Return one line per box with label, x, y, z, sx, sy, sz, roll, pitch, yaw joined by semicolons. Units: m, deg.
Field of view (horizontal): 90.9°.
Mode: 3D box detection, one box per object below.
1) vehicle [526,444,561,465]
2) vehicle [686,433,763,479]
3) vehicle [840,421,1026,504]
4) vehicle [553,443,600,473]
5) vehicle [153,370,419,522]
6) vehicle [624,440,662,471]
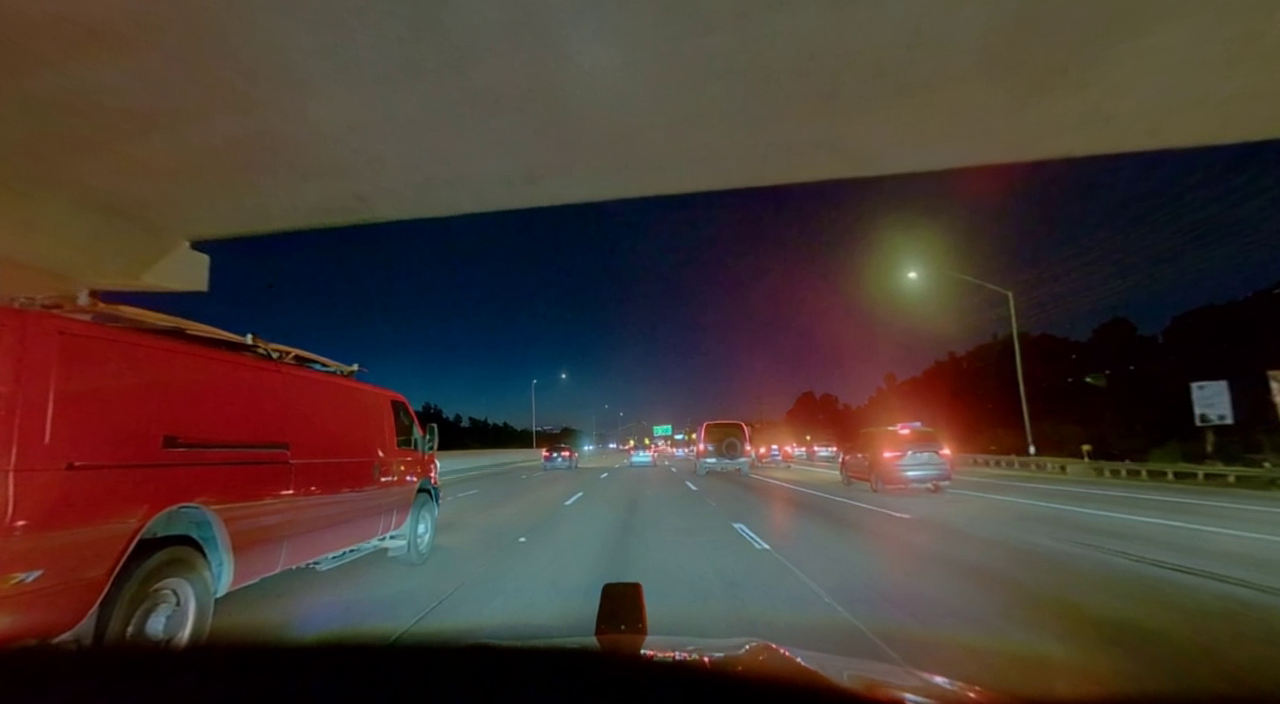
vehicle;-7.381;7.878;48.588;1.961;1.562;4.301;0;-8;1
vehicle;3.731;4.757;29.221;2.777;1.895;5.710;0;-9;0
vehicle;7.475;2.894;17.020;2.304;1.840;5.706;0;-8;0
vehicle;-3.262;5.549;33.283;1.970;1.483;4.071;0;-8;2
vehicle;-7.503;2.160;14.624;2.336;2.708;6.421;0;-9;0
vehicle;0.163;5.940;36.404;2.115;1.617;4.102;0;-8;0
